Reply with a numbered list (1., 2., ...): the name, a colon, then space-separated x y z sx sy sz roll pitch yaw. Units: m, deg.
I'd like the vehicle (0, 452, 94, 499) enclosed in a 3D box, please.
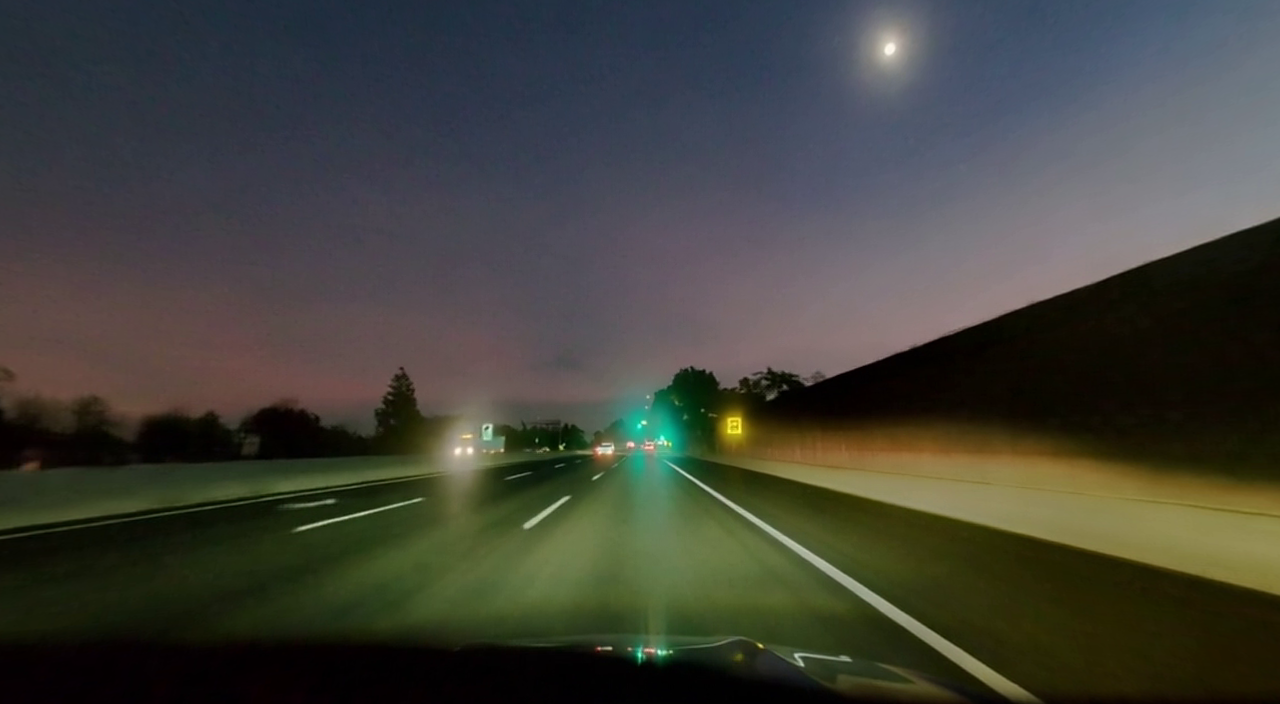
1. vehicle: -21.749 4.211 21.609 1.943 1.490 4.482 0 -9 1
